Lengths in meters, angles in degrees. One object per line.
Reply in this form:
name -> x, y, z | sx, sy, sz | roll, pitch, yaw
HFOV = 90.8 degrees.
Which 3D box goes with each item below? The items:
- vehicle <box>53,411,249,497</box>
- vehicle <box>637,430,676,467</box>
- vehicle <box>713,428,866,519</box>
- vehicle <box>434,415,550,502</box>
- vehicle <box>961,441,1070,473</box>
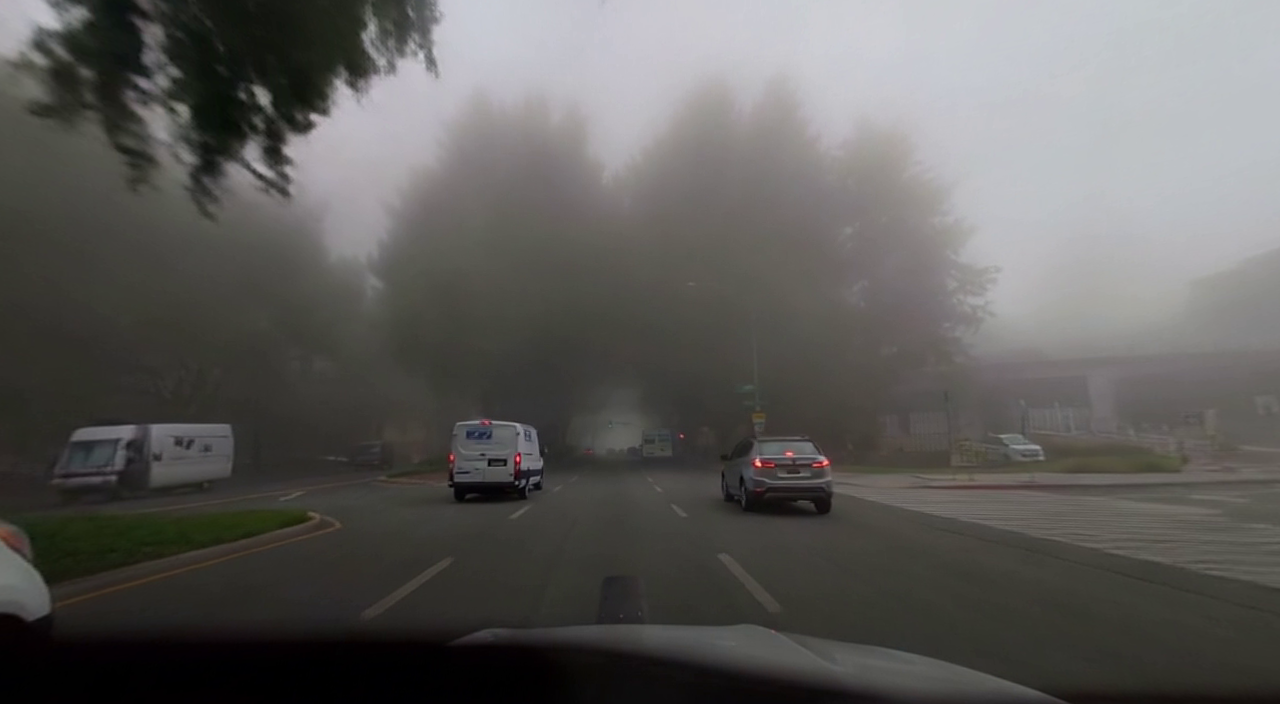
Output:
vehicle -> -23.181, 4.939, 30.840 | 2.883, 3.560, 8.400 | 0, -9, -1
vehicle -> 1.176, 7.269, 47.661 | 2.397, 2.566, 5.324 | 0, -9, -4
vehicle -> 3.030, 2.595, 14.006 | 2.087, 1.658, 4.612 | 0, -9, -2
vehicle -> -4.138, 3.095, 18.617 | 2.420, 2.227, 4.499 | 0, -9, -1
vehicle -> 18.171, 5.076, 30.633 | 4.210, 1.480, 1.922 | 1, -9, -11
